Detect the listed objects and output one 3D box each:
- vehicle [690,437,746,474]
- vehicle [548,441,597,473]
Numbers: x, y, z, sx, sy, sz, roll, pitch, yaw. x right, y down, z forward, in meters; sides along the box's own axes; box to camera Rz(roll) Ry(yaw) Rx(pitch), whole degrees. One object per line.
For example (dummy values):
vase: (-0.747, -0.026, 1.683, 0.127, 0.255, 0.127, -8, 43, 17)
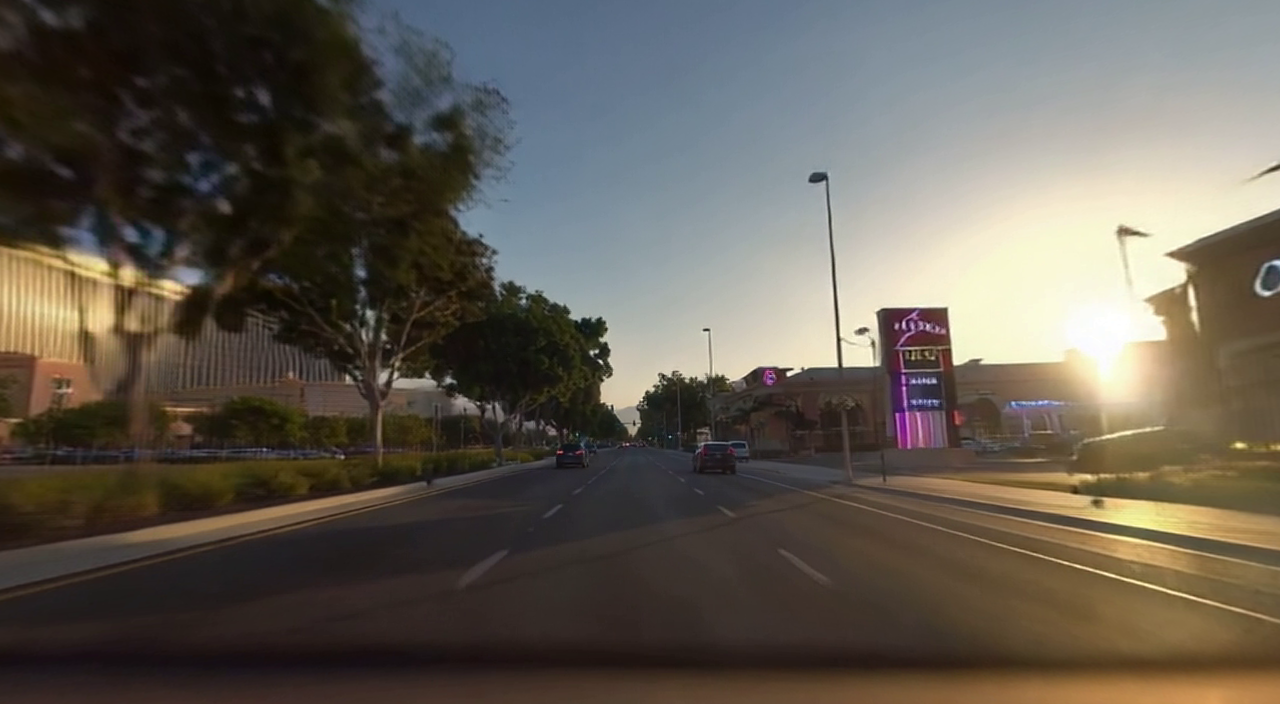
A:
vehicle: (3.833, 5.168, 31.650, 2.083, 1.743, 4.354, 0, -8, -2)
vehicle: (-3.302, 5.174, 31.390, 2.005, 1.477, 4.169, 0, -8, 0)
